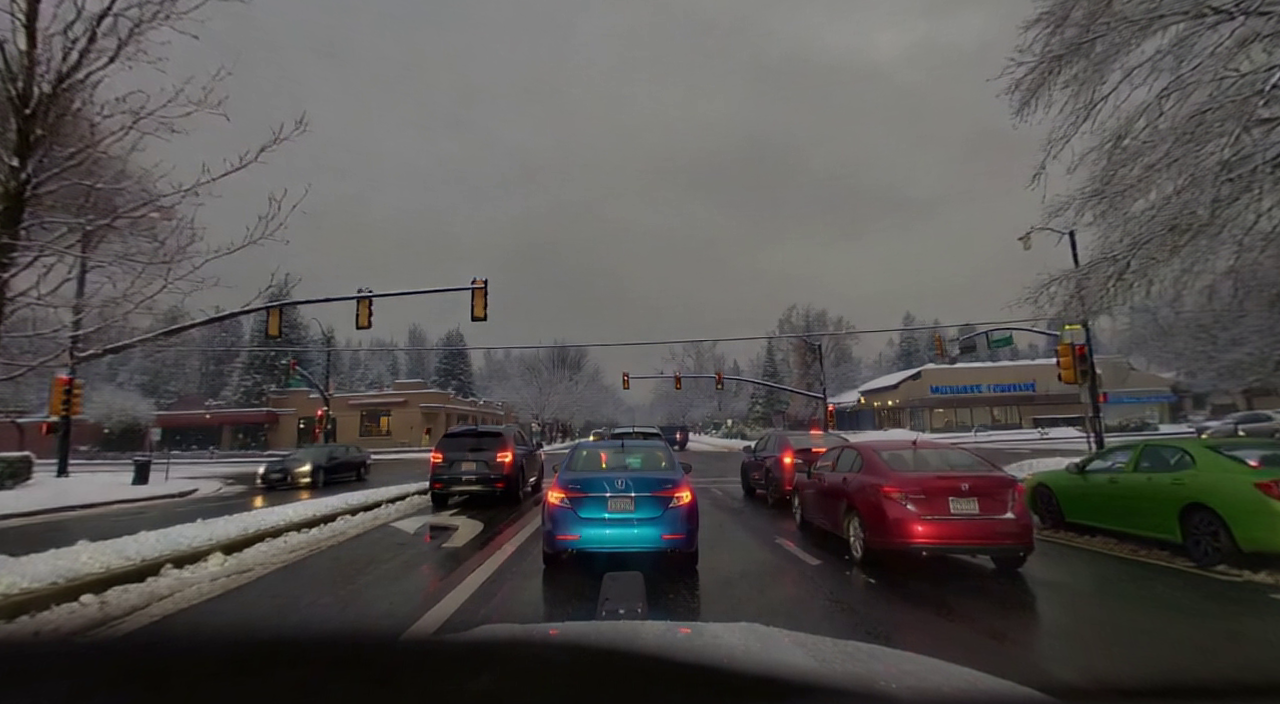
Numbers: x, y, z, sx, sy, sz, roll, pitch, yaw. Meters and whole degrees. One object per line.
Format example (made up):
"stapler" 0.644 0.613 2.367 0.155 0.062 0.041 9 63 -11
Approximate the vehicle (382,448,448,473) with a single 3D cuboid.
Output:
"vehicle" -16.216 7.806 45.805 1.925 1.686 4.761 -3 -9 19

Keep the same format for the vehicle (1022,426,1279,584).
"vehicle" 7.189 1.733 7.829 2.004 1.508 4.646 0 -8 0

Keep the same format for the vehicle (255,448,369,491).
"vehicle" -12.413 4.451 24.282 1.872 1.463 4.455 0 -8 2

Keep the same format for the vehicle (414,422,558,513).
"vehicle" -3.452 2.718 15.410 2.160 1.823 5.115 0 -8 1

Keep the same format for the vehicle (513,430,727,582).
"vehicle" -0.177 1.812 8.225 2.098 1.477 3.897 0 -8 1

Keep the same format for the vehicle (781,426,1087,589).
"vehicle" 3.234 1.769 8.073 2.020 1.513 4.120 0 -8 2

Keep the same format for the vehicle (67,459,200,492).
"vehicle" -25.283 6.147 31.723 4.679 1.488 2.052 2 -9 -13
